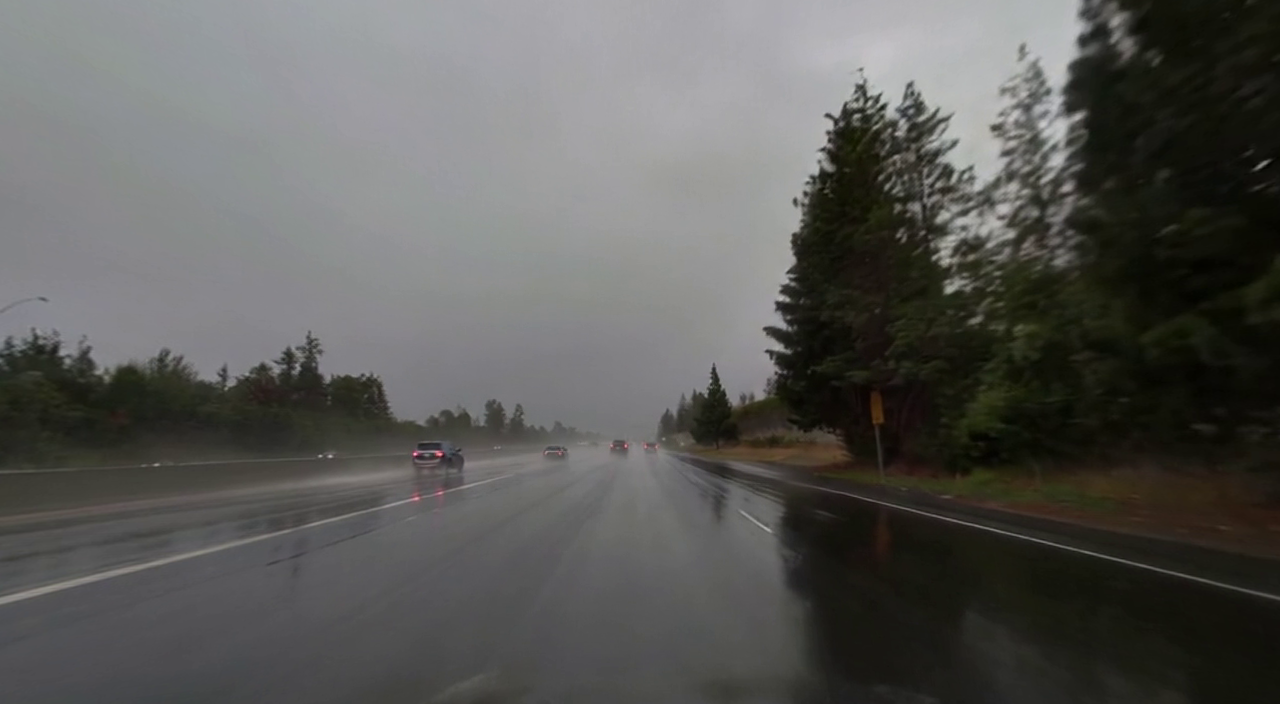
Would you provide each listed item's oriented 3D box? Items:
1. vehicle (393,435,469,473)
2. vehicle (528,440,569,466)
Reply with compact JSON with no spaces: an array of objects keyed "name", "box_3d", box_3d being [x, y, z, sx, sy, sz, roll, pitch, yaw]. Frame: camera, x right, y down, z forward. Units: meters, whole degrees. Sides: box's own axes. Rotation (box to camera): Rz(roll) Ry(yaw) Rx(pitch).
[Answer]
[{"name":"vehicle","box_3d":[-10.526,5.165,32.249,2.195,1.795,4.659,0,-9,1]},{"name":"vehicle","box_3d":[-6.245,6.955,43.519,2.080,1.694,4.279,0,-9,2]}]
